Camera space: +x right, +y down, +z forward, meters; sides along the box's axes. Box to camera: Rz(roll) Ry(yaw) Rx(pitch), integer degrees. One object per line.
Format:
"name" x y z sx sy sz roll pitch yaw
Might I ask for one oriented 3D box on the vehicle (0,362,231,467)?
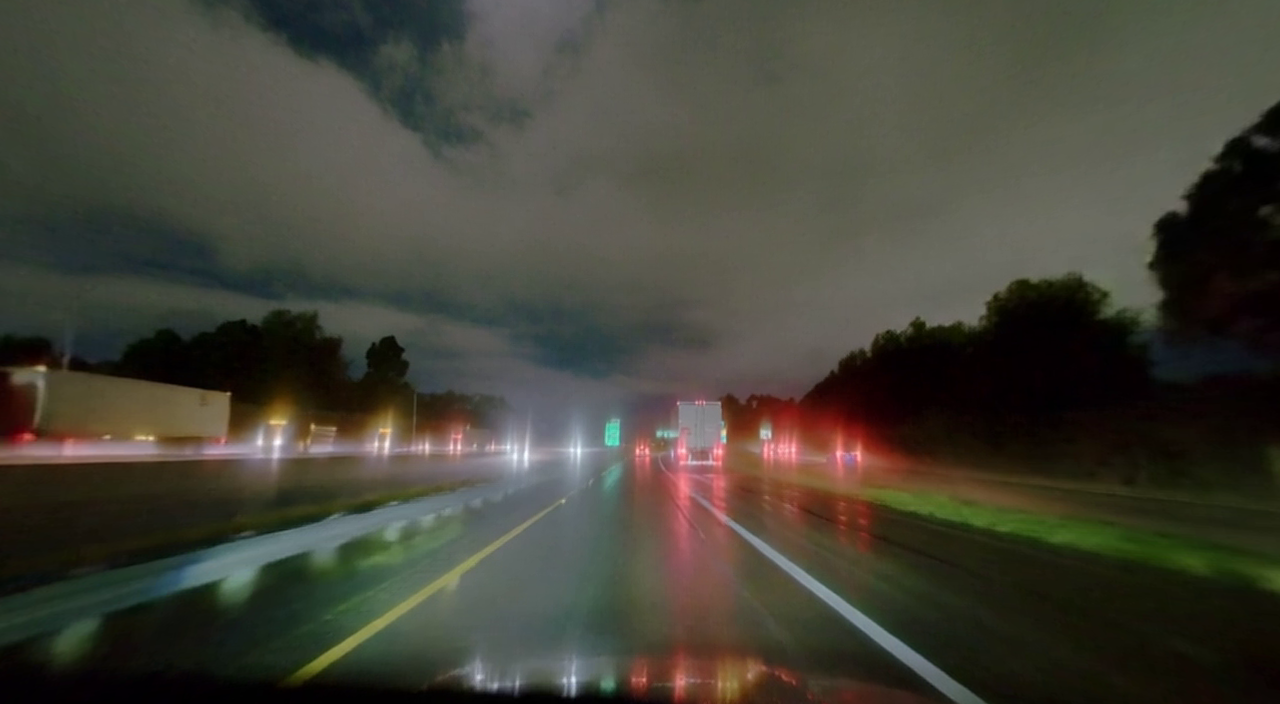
"vehicle" -26.453 3.496 31.307 2.964 4.069 13.685 0 -9 0

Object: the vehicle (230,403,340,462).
"vehicle" -26.221 6.187 47.232 2.933 3.877 9.896 0 -9 -3

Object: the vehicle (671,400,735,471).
"vehicle" 3.981 5.850 43.221 3.185 4.154 12.638 0 -9 0
